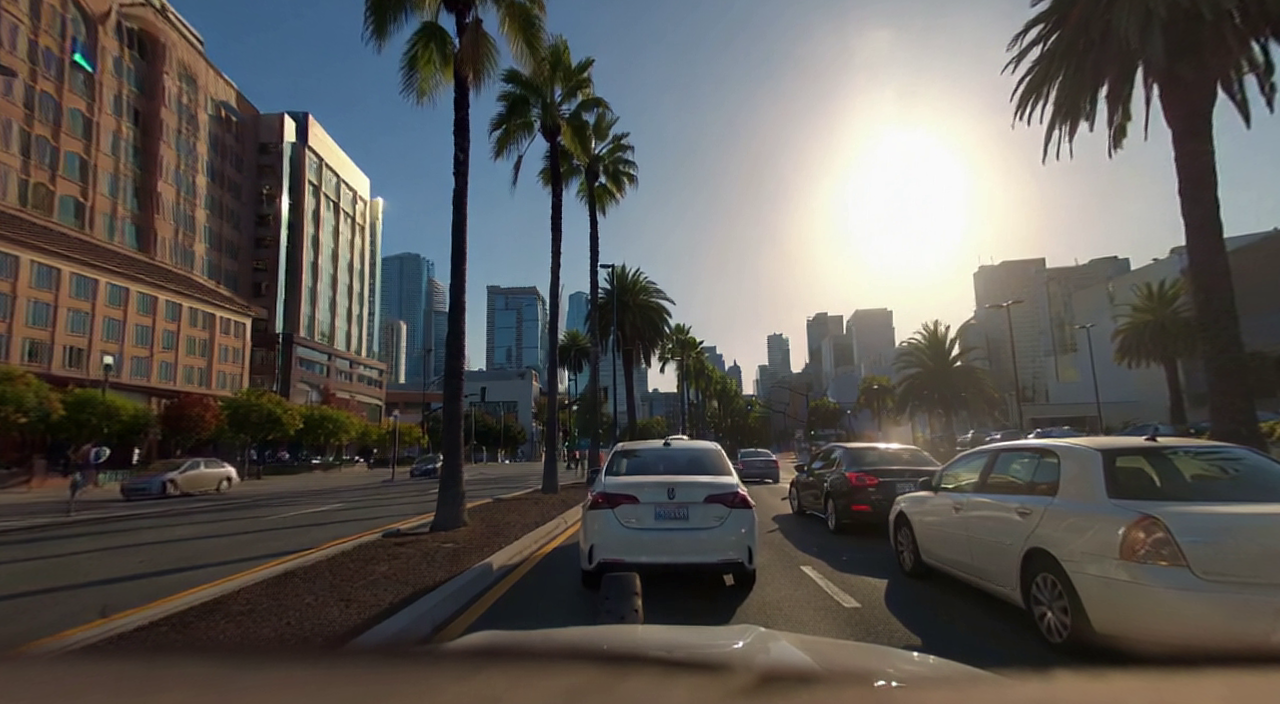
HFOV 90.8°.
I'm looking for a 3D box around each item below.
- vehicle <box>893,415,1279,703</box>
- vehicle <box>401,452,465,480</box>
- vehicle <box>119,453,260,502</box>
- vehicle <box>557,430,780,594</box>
[{"bbox_3d":[3.642,1.303,4.598,1.913,1.469,4.425,-1,-9,2],"label":"vehicle"},{"bbox_3d":[-13.437,7.396,41.286,2.078,1.662,4.436,-2,-9,9],"label":"vehicle"},{"bbox_3d":[-16.286,4.524,23.121,1.801,1.563,4.015,-2,-9,8],"label":"vehicle"},{"bbox_3d":[0.314,1.784,7.821,2.078,1.503,3.681,-1,-9,2],"label":"vehicle"}]
